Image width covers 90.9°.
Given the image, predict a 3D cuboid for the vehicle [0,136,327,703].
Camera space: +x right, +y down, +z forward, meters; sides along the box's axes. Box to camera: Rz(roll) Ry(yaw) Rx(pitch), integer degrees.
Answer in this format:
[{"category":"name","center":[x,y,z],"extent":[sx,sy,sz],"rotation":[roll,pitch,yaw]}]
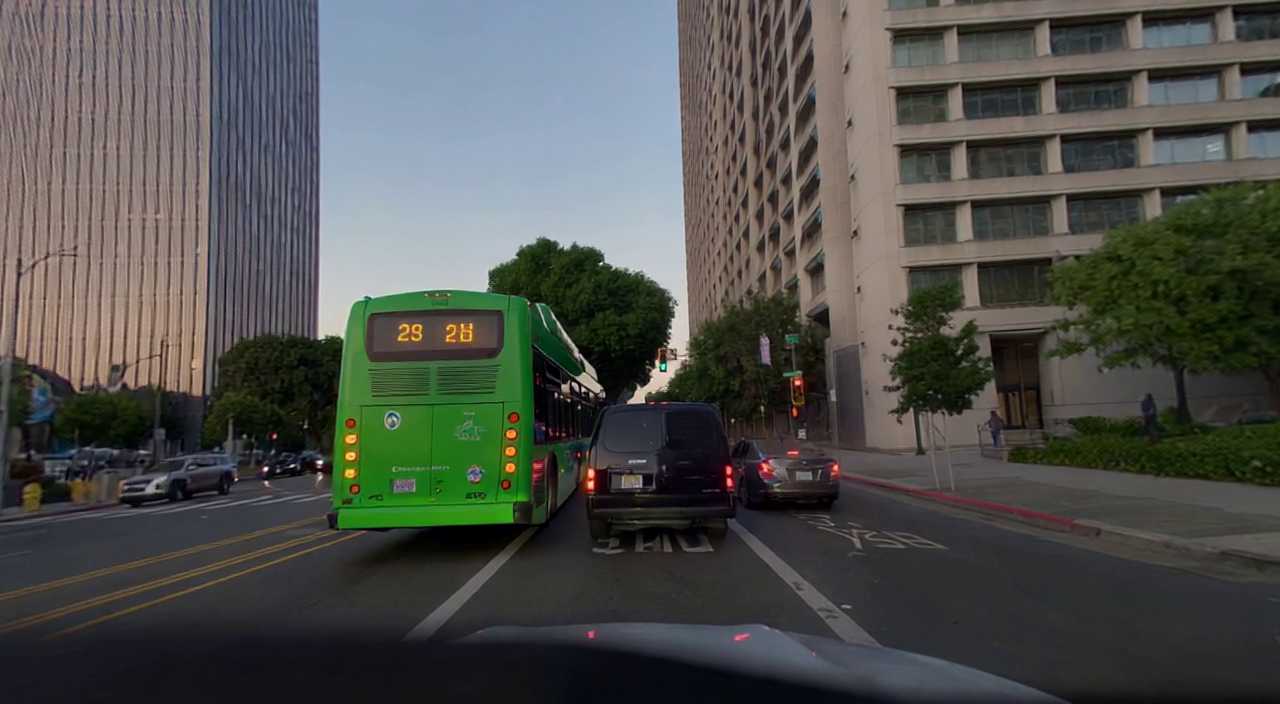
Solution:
[{"category":"vehicle","center":[-2.751,0.325,0.226],"extent":[2.329,2.089,5.659],"rotation":[0,-9,0]}]

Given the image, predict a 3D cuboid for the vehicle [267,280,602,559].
[{"category":"vehicle","center":[-2.902,1.802,14.590],"extent":[3.042,3.445,13.615],"rotation":[0,-9,1]}]

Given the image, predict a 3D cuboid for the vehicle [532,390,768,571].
[{"category":"vehicle","center":[0.132,1.694,8.944],"extent":[2.500,1.912,4.270],"rotation":[0,-9,1]}]
